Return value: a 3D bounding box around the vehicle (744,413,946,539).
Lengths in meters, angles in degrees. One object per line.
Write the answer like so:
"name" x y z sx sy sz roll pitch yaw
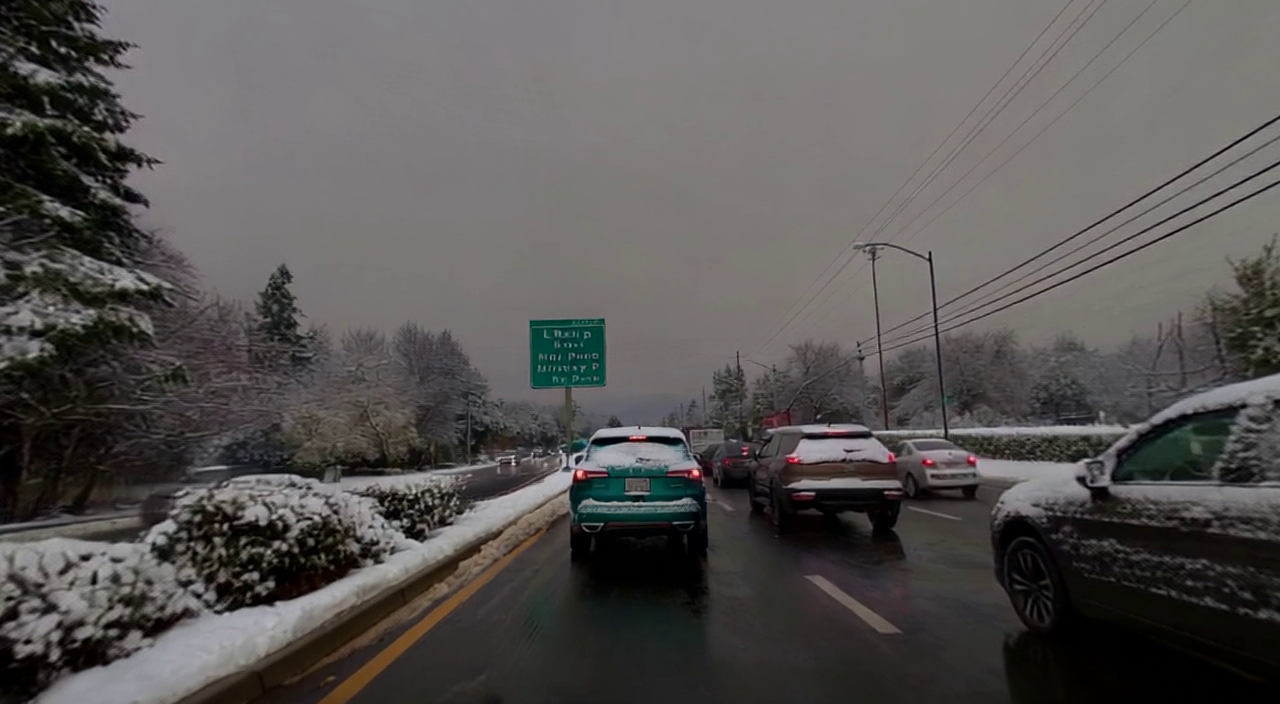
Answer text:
"vehicle" 3.361 2.145 11.563 2.097 1.818 4.625 0 -8 0

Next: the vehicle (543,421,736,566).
"vehicle" -0.033 1.932 9.410 2.199 1.641 4.232 0 -8 -1

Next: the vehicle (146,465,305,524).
"vehicle" -13.083 4.490 20.379 1.960 1.491 4.700 0 -8 0

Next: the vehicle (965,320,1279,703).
"vehicle" 3.525 0.762 2.678 2.001 1.707 4.250 0 -8 0

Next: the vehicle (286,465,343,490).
"vehicle" -22.722 8.758 44.238 1.847 1.554 3.926 0 -8 0
